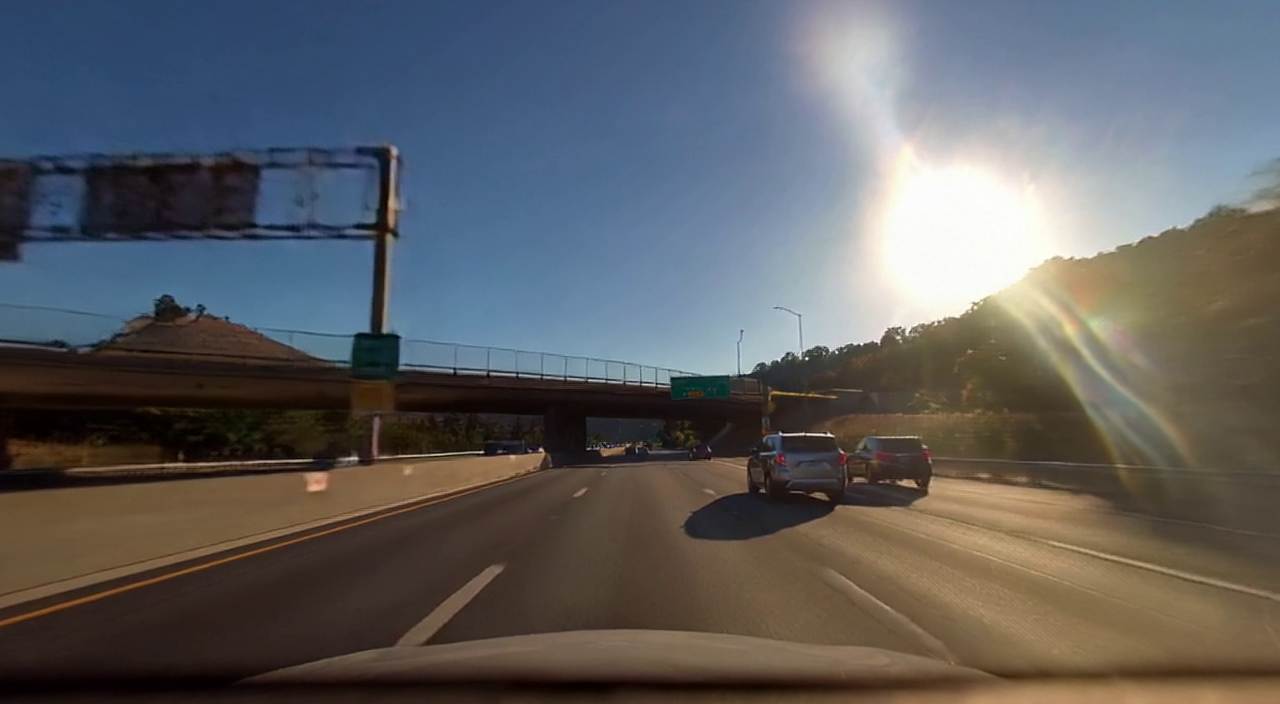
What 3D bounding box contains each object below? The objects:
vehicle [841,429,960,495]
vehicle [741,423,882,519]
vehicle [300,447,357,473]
[{"bbox_3d":[7.890,3.364,19.403,1.898,1.798,3.805,0,-9,-2],"label":"vehicle"},{"bbox_3d":[3.466,2.498,13.573,1.784,1.733,4.141,0,-9,-1],"label":"vehicle"},{"bbox_3d":[-18.363,6.364,37.071,1.541,1.411,3.525,0,-9,0],"label":"vehicle"}]
